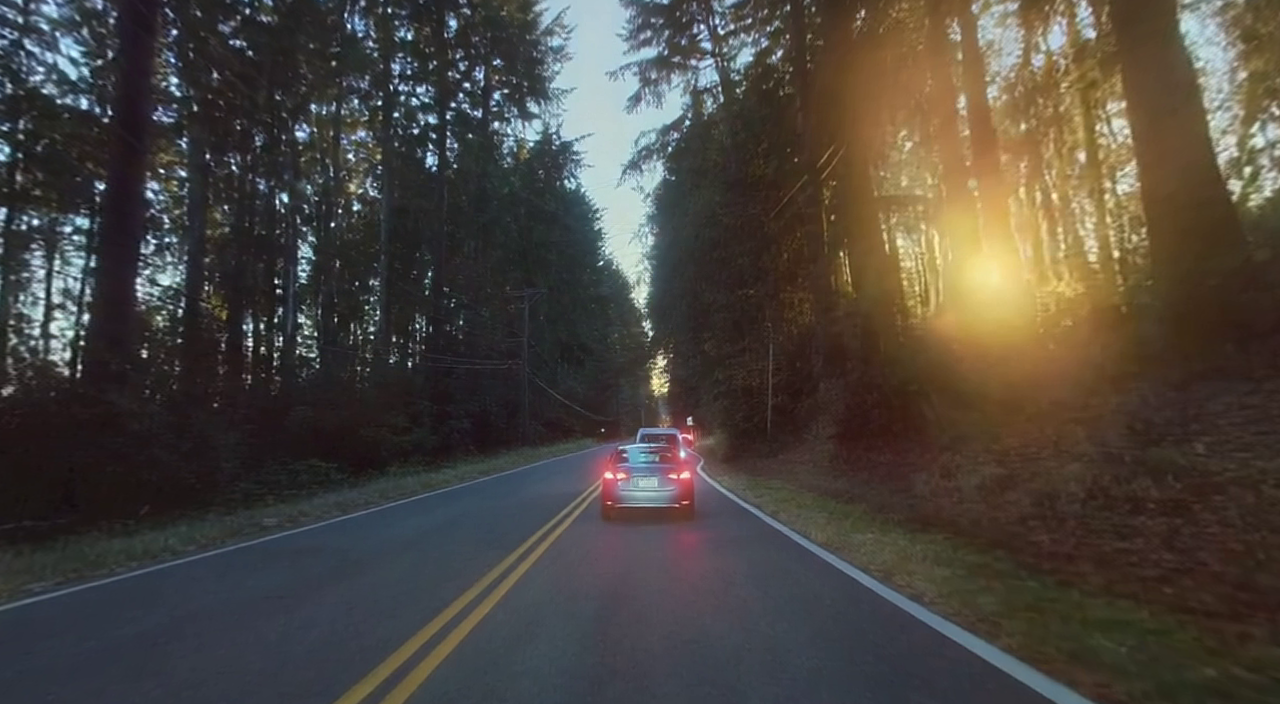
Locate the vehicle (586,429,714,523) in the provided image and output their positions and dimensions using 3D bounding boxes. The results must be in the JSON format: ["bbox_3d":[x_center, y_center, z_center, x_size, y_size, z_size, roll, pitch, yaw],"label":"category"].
[{"bbox_3d":[0.146,2.294,12.137,2.081,1.503,3.726,0,-8,0],"label":"vehicle"}]
